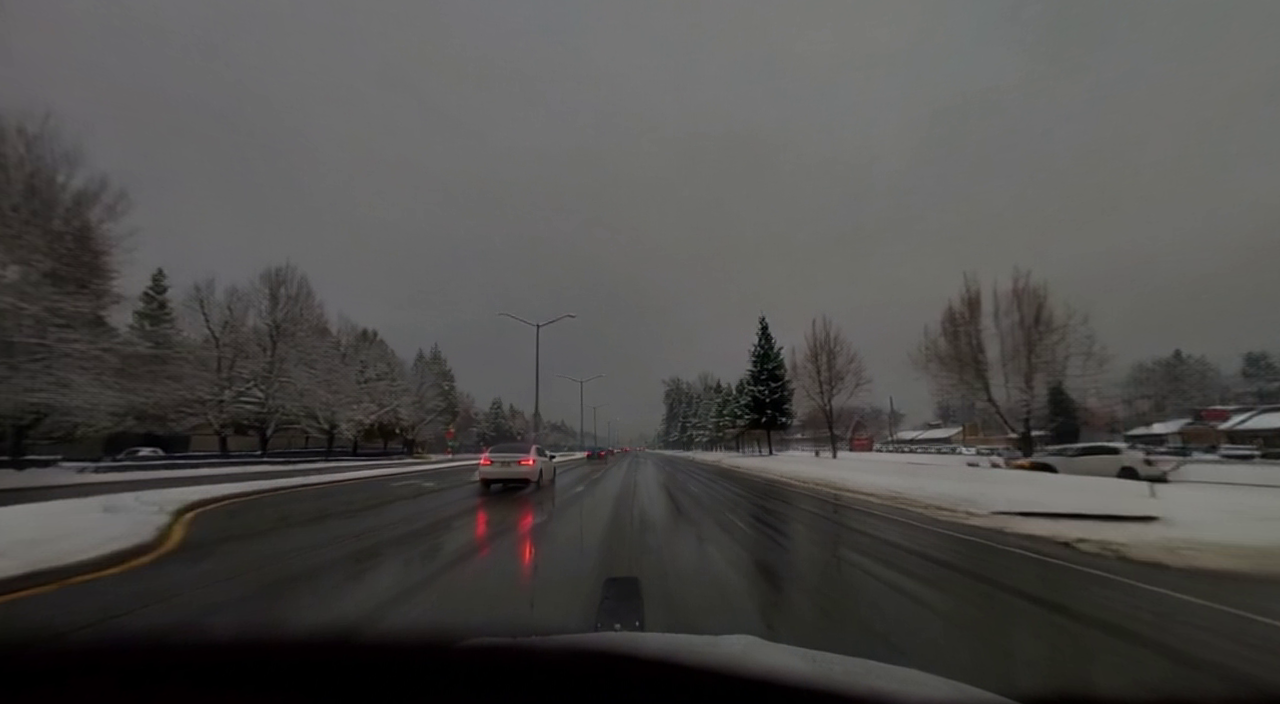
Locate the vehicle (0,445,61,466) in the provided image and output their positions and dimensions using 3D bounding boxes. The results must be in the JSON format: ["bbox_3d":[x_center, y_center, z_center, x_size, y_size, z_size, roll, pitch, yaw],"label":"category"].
[{"bbox_3d":[-46.145,7.694,46.727,4.508,1.446,2.058,-1,-9,-1],"label":"vehicle"}]

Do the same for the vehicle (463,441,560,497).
[{"bbox_3d":[-3.702,3.446,19.047,2.003,1.454,4.484,0,-9,0],"label":"vehicle"}]

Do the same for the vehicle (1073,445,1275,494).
[{"bbox_3d":[16.215,3.566,19.381,4.341,1.412,2.035,0,-9,-1],"label":"vehicle"}]
